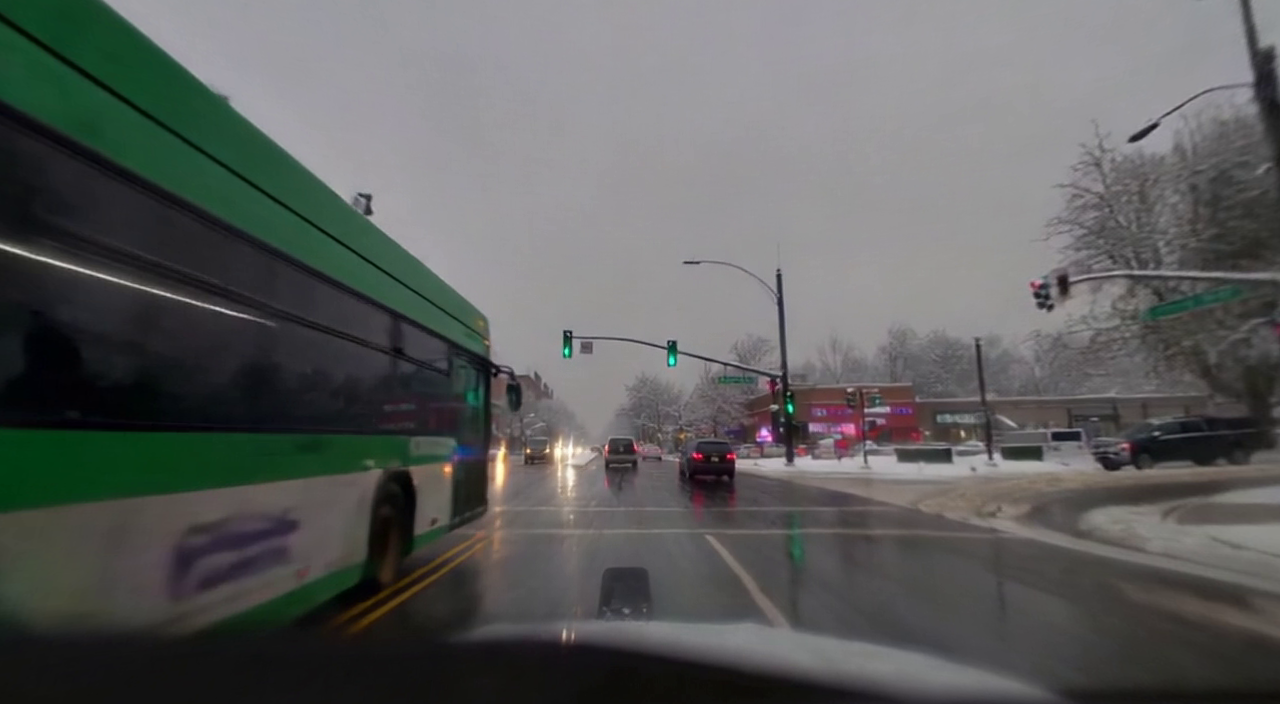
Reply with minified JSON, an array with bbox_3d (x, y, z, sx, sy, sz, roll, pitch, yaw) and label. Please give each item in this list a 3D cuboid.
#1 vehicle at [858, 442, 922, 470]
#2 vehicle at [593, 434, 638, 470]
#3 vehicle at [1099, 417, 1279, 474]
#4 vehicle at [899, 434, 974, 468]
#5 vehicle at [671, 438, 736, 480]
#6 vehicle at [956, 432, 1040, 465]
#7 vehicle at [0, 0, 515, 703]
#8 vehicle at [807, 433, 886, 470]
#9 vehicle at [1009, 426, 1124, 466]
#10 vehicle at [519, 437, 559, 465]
[{"bbox_3d":[13.999,5.813,35.555,1.860,1.443,3.772,0,-8,-4],"label":"vehicle"},{"bbox_3d":[-1.316,5.424,34.380,2.301,1.837,4.411,0,-8,-2],"label":"vehicle"},{"bbox_3d":[21.159,3.523,23.796,5.766,2.002,2.298,0,-8,0],"label":"vehicle"},{"bbox_3d":[16.823,5.623,36.049,2.020,1.796,4.600,0,-8,-1],"label":"vehicle"},{"bbox_3d":[2.487,4.325,25.763,2.046,1.540,3.883,1,-8,-3],"label":"vehicle"},{"bbox_3d":[20.196,5.480,35.812,2.143,1.731,4.290,0,-8,-1],"label":"vehicle"},{"bbox_3d":[-3.632,0.157,2.804,3.018,3.217,13.998,0,-8,1],"label":"vehicle"},{"bbox_3d":[11.541,5.582,35.647,2.304,1.907,4.844,0,-8,-7],"label":"vehicle"},{"bbox_3d":[23.809,5.257,35.522,2.384,1.959,5.372,-2,-7,-5],"label":"vehicle"},{"bbox_3d":[-6.935,6.766,43.559,2.242,1.740,4.659,-1,-7,-3],"label":"vehicle"}]
